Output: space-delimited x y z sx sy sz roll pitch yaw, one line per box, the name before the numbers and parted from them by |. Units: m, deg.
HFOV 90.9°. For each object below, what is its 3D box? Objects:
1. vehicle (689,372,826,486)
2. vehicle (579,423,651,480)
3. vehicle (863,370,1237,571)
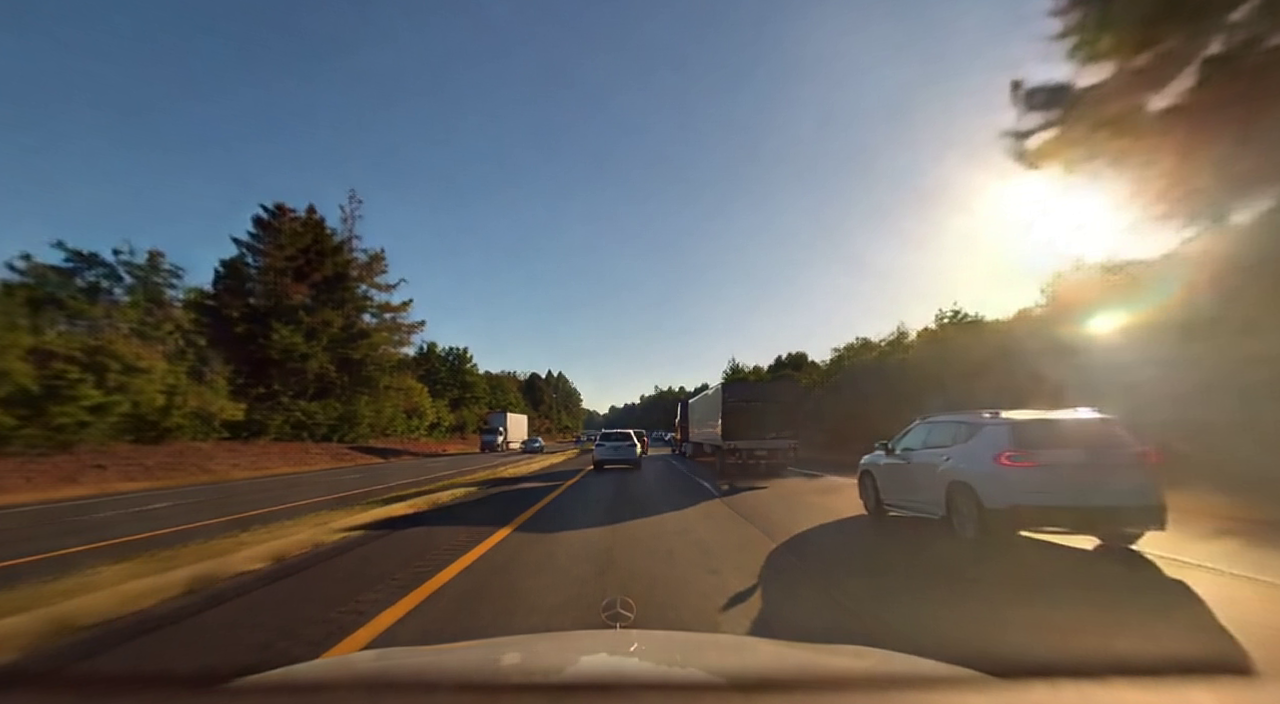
vehicle | 3.448 2.597 21.064 2.723 3.027 8.478 0 -8 -1
vehicle | -0.742 3.185 20.567 2.082 1.638 4.055 0 -8 0
vehicle | 4.626 1.381 8.037 2.011 1.905 3.905 0 -8 -2
